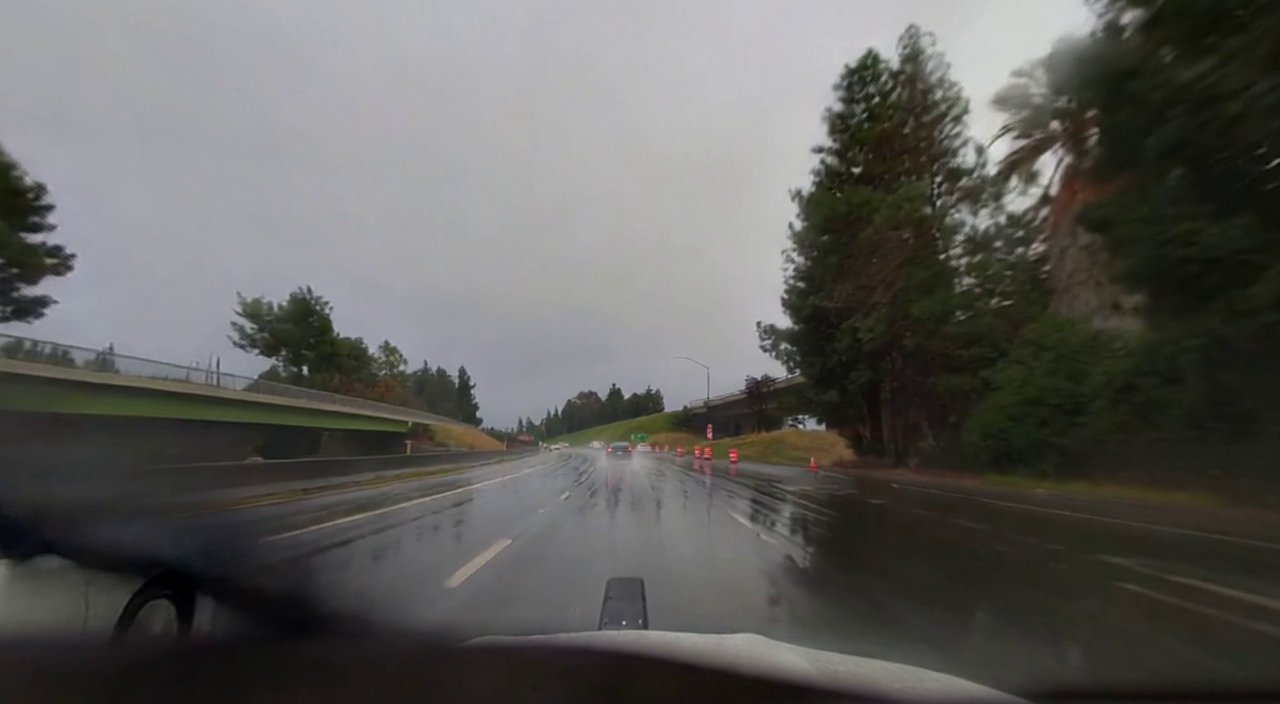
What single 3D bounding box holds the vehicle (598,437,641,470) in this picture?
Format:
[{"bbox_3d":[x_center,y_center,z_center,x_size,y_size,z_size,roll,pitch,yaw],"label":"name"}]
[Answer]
[{"bbox_3d":[-1.256,5.943,37.229,2.328,1.805,4.502,0,-8,-3],"label":"vehicle"}]
